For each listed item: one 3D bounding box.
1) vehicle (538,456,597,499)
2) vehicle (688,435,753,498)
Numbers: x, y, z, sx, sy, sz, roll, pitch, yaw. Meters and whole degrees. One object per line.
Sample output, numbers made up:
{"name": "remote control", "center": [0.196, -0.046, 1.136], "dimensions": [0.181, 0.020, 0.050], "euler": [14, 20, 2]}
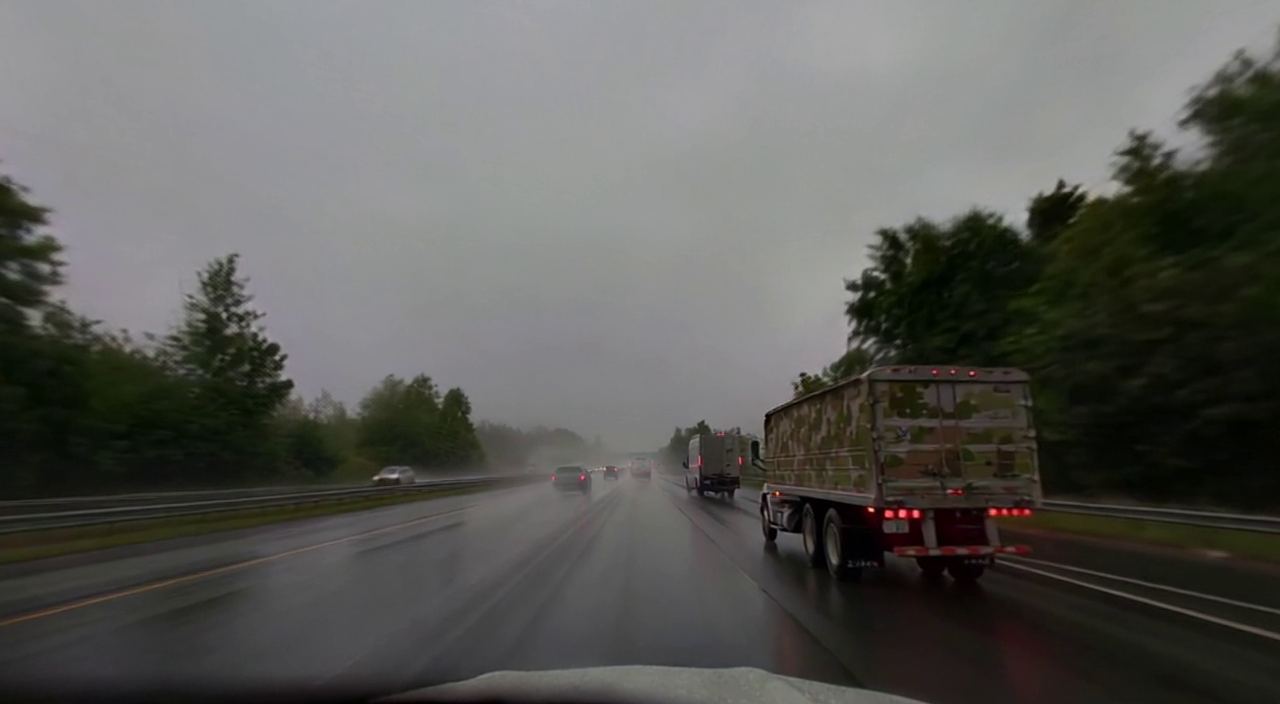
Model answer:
{"name": "vehicle", "center": [-3.310, 5.906, 29.821], "dimensions": [2.204, 1.852, 4.661], "euler": [1, -11, 0]}
{"name": "vehicle", "center": [4.072, 5.976, 32.876], "dimensions": [2.703, 2.988, 5.097], "euler": [1, -11, 0]}
